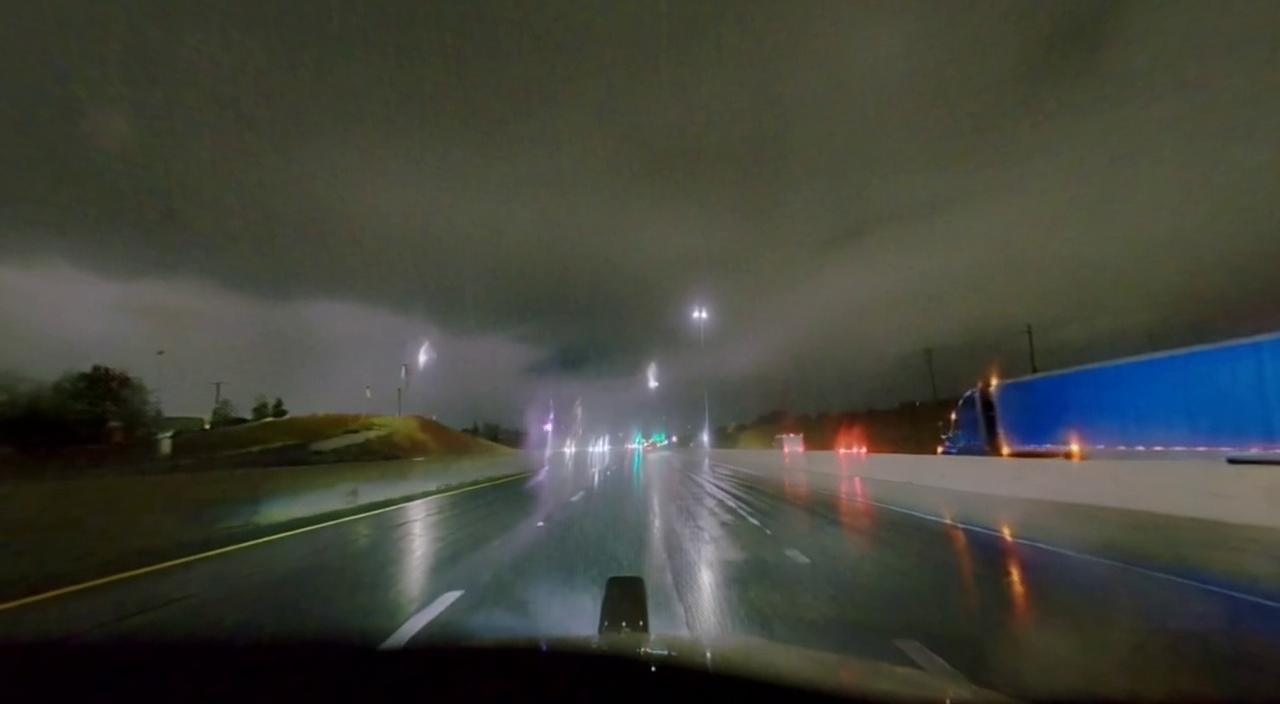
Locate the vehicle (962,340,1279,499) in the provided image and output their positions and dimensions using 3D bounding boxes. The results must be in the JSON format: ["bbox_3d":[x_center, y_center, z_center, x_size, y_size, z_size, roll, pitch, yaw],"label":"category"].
[{"bbox_3d":[18.315,2.740,23.176,3.395,4.178,16.548,0,-8,-4],"label":"vehicle"}]
